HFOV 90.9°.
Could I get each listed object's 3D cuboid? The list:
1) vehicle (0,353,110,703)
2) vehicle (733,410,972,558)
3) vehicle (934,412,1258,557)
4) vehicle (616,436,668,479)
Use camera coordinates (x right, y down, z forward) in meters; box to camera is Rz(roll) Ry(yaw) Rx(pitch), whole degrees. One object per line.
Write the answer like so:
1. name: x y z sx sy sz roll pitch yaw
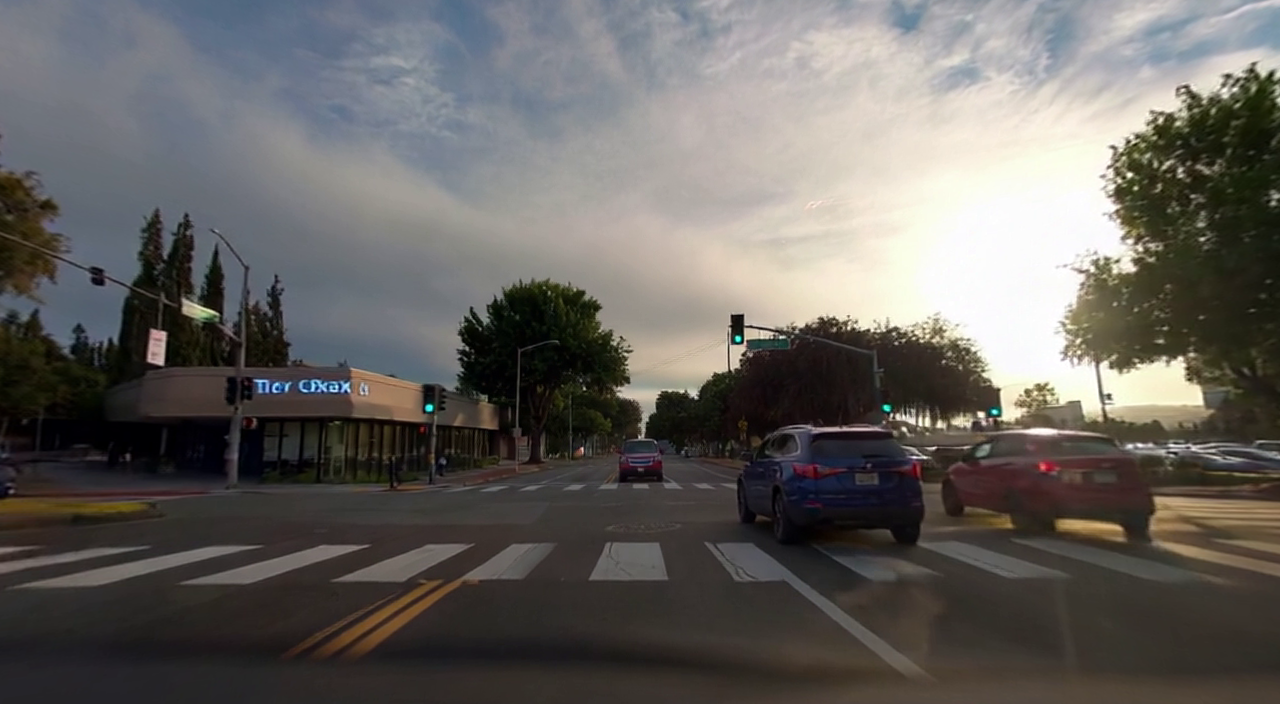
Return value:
1. vehicle: -3.602 0.613 0.937 1.961 1.658 4.064 -1 -8 2
2. vehicle: 2.877 1.914 9.914 2.048 1.725 4.754 0 -8 0
3. vehicle: 6.342 1.862 9.529 1.792 1.682 4.089 0 -8 0
4. vehicle: -0.001 5.262 31.779 2.390 1.948 5.344 0 -8 -2
